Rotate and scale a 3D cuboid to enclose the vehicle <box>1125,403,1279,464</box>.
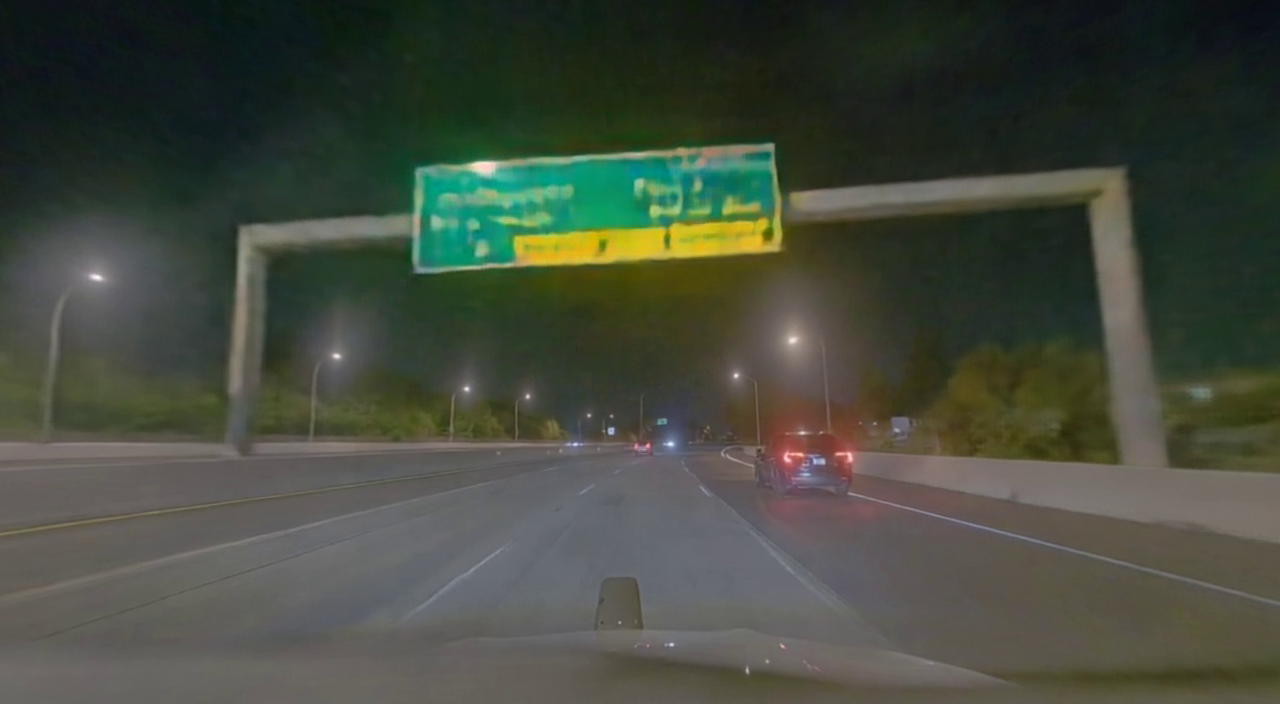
[{"bbox_3d":[23.075,3.254,24.930,5.707,2.048,2.282,-10,-13,32],"label":"vehicle"}]

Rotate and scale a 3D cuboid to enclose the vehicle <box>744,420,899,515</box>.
[{"bbox_3d":[3.679,2.437,13.716,2.090,1.715,4.228,0,-8,0],"label":"vehicle"}]

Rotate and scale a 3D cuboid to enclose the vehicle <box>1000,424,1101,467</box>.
[{"bbox_3d":[19.688,4.509,30.494,2.165,1.867,4.641,-1,-8,7],"label":"vehicle"}]
